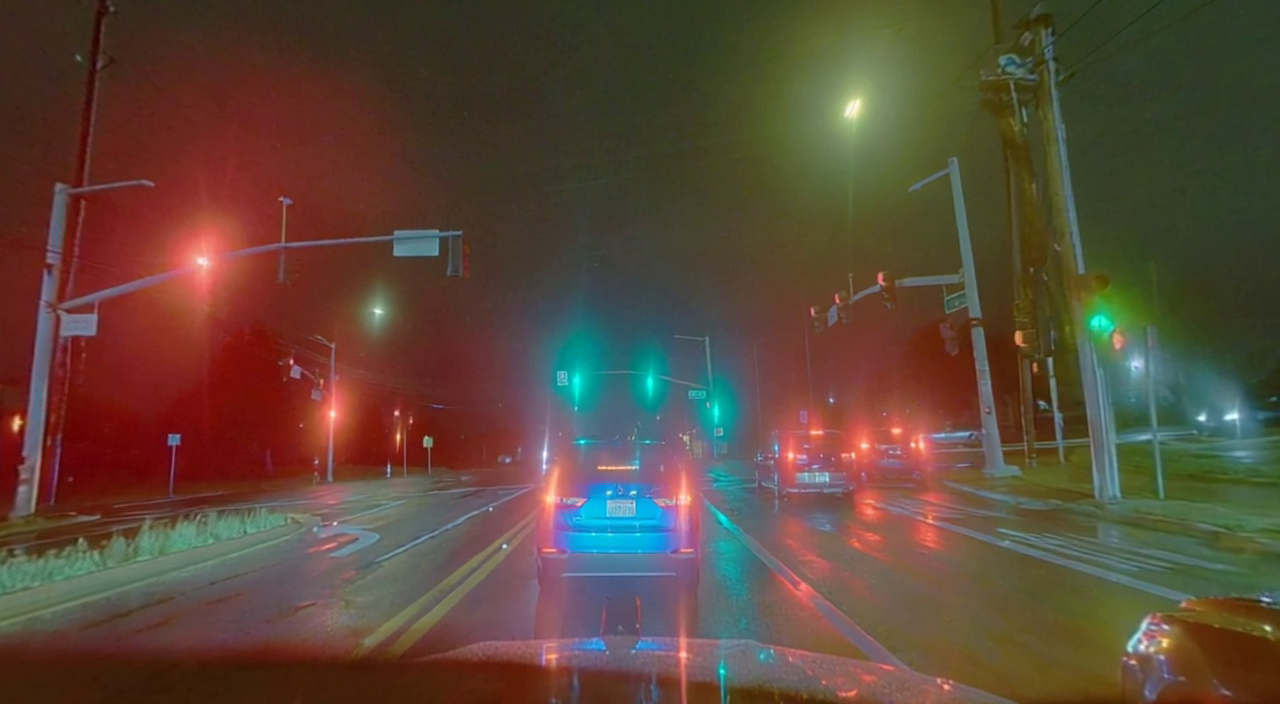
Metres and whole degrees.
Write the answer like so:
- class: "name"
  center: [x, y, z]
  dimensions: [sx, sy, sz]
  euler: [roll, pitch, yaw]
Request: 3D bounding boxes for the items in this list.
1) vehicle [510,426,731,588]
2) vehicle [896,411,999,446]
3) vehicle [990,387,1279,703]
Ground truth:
- class: "vehicle"
  center: [-0.218, 1.760, 8.054]
  dimensions: [2.061, 1.485, 4.196]
  euler: [0, -8, -1]
- class: "vehicle"
  center: [16.463, 4.134, 33.952]
  dimensions: [4.431, 1.555, 1.886]
  euler: [-4, -9, 2]
- class: "vehicle"
  center: [2.931, 0.826, 1.703]
  dimensions: [1.860, 1.494, 3.707]
  euler: [0, -8, 1]
